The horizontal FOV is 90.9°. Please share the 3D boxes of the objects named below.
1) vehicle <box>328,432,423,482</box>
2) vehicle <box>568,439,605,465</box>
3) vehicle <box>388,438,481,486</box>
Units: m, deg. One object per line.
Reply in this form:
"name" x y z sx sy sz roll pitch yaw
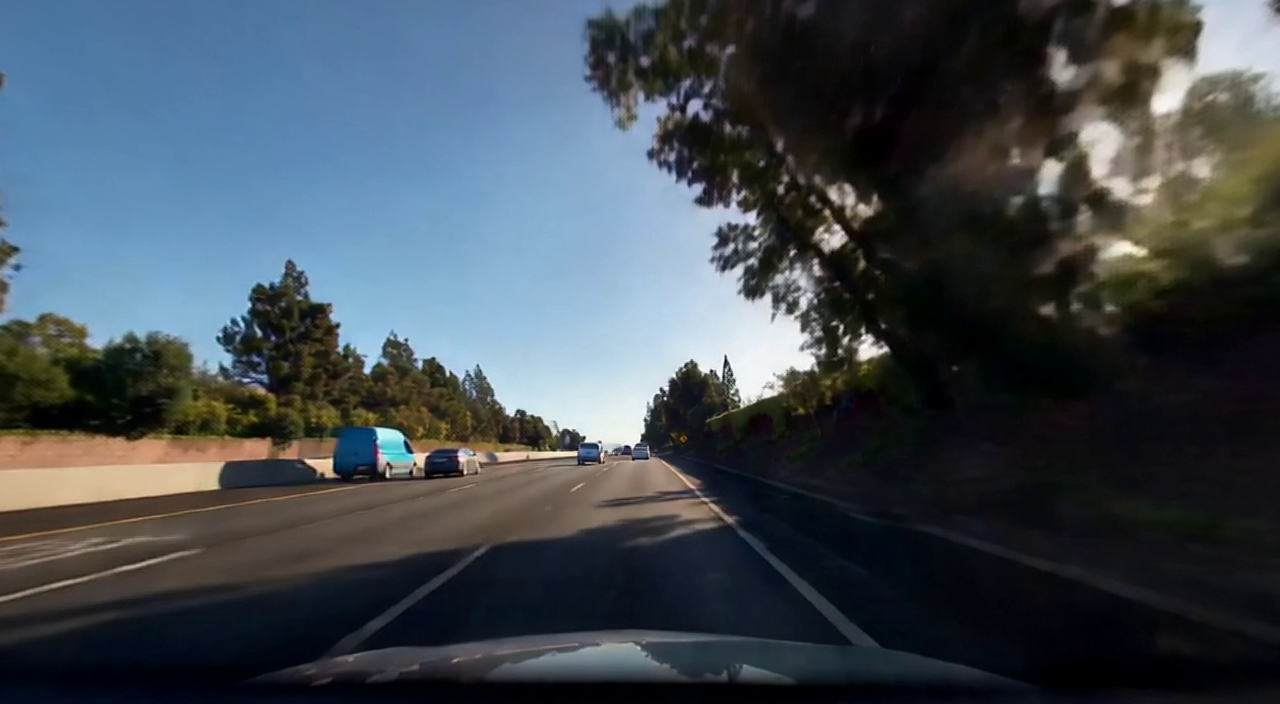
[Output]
"vehicle" -10.907 4.363 26.433 1.977 1.870 4.525 0 -8 0
"vehicle" -4.049 7.663 48.525 2.313 1.852 4.775 0 -8 2
"vehicle" -7.470 4.030 23.354 2.014 1.598 4.015 0 -8 1
